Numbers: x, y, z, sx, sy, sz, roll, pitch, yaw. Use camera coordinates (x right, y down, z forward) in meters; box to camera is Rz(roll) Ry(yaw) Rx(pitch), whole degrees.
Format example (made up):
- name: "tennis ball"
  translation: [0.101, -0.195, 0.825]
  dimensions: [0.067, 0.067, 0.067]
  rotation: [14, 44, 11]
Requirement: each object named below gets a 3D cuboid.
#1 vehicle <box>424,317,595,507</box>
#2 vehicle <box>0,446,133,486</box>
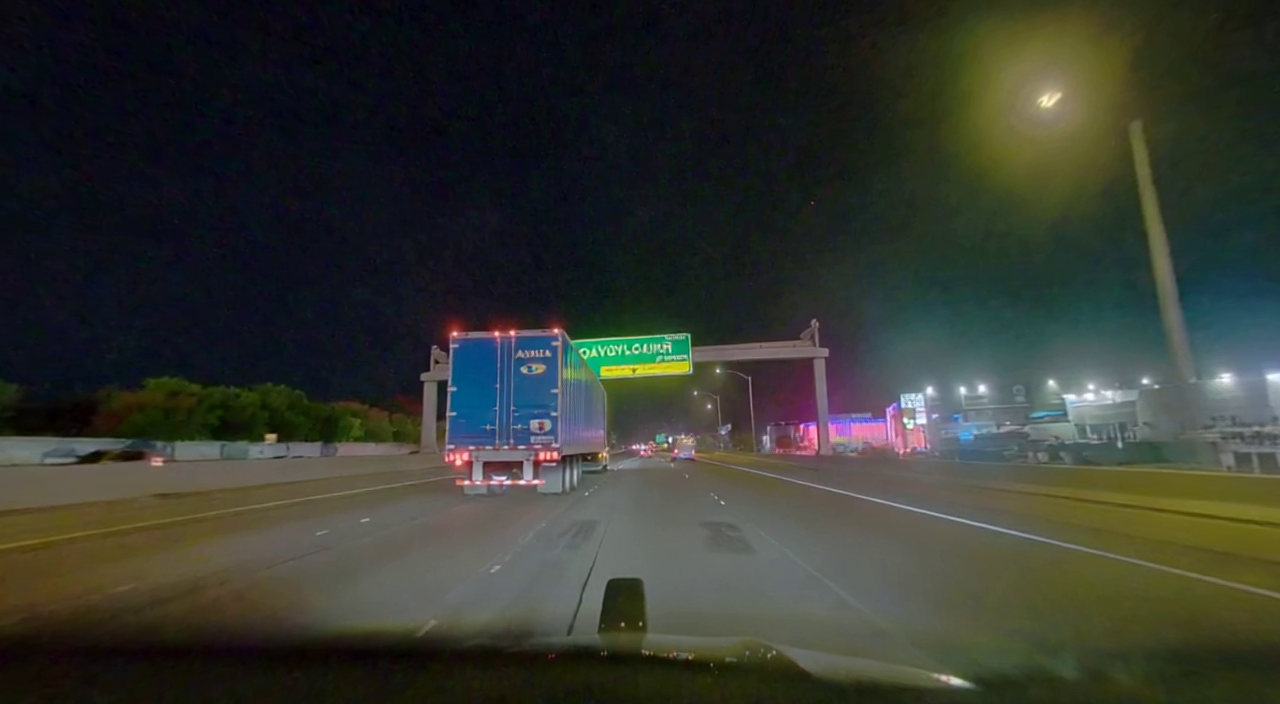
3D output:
- name: "vehicle"
  translation: [-3.097, 1.850, 18.011]
  dimensions: [2.977, 4.048, 8.890]
  rotation: [-1, -8, 0]
- name: "vehicle"
  translation: [-25.948, 5.075, 28.494]
  dimensions: [2.009, 1.601, 4.712]
  rotation: [0, -8, 1]
